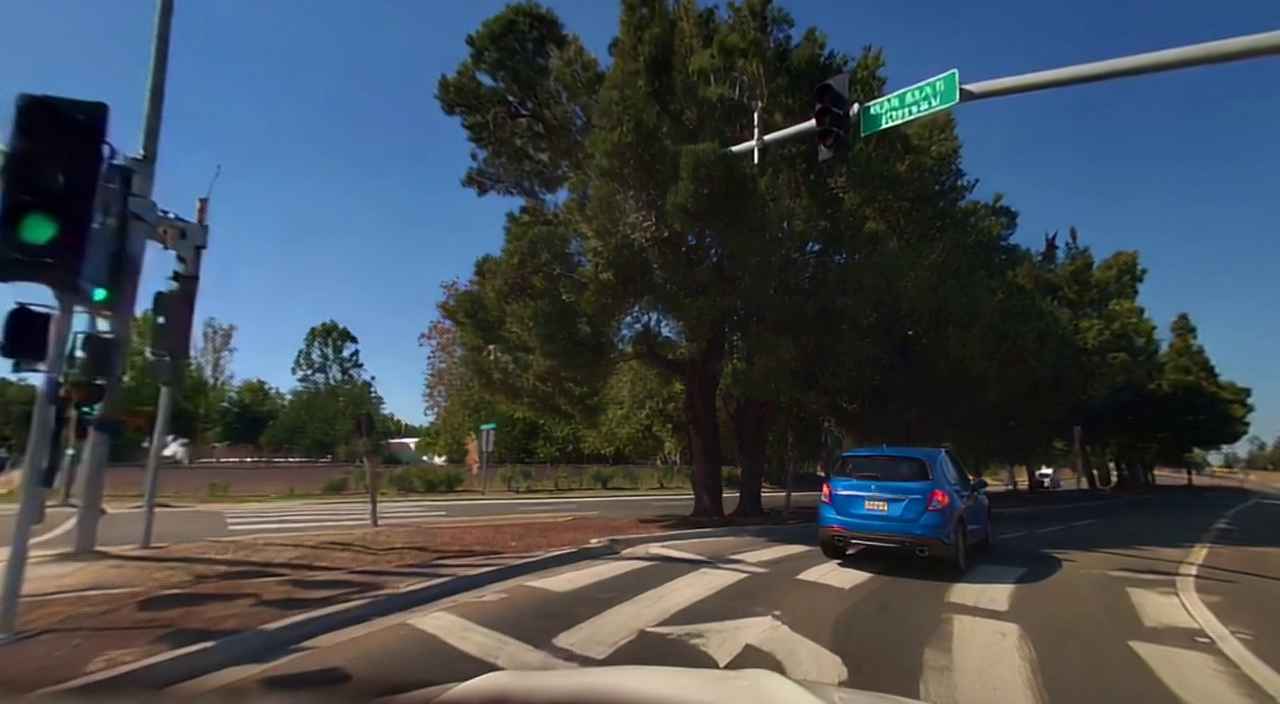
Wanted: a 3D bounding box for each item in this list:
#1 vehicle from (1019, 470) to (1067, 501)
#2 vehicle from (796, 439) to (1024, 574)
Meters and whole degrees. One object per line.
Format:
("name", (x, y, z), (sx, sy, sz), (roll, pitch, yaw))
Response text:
("vehicle", (30.901, 10.157, 48.217), (2.150, 1.927, 5.209), (-8, -11, 41))
("vehicle", (4.244, 2.107, 9.535), (2.148, 1.521, 4.089), (-6, -10, 37))
